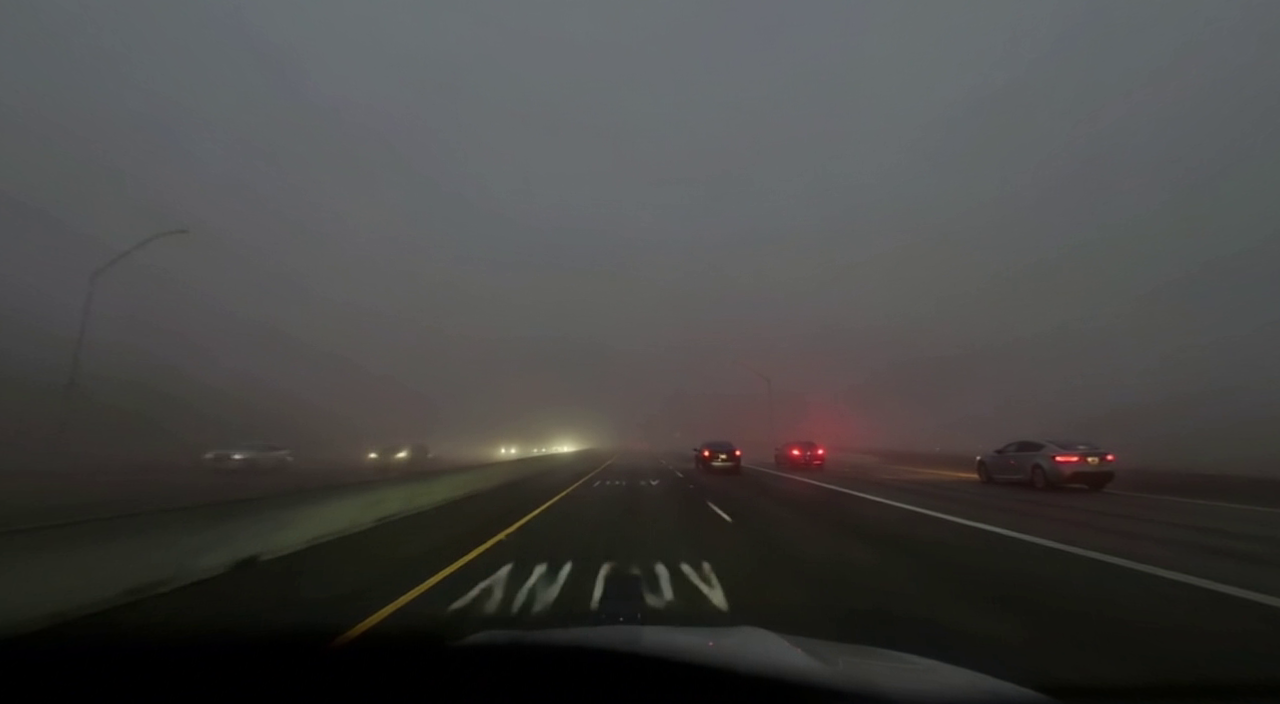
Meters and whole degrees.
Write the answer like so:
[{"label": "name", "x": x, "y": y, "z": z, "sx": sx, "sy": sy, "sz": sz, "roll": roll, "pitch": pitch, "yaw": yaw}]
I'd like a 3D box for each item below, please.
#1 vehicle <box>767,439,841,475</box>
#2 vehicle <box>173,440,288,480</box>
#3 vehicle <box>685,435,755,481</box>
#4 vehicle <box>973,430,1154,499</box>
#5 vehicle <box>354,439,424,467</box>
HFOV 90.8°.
[{"label": "vehicle", "x": 6.994, "y": 4.533, "z": 27.457, "sx": 1.952, "sy": 1.442, "sz": 4.259, "roll": 0, "pitch": -8, "yaw": -2}, {"label": "vehicle", "x": -18.251, "y": 4.829, "z": 28.500, "sx": 2.008, "sy": 1.618, "sz": 4.776, "roll": 0, "pitch": -8, "yaw": 0}, {"label": "vehicle", "x": 3.007, "y": 4.081, "z": 24.673, "sx": 1.977, "sy": 1.601, "sz": 4.598, "roll": 0, "pitch": -8, "yaw": -2}, {"label": "vehicle", "x": 10.855, "y": 2.896, "z": 16.628, "sx": 1.844, "sy": 1.560, "sz": 4.085, "roll": 0, "pitch": -8, "yaw": -1}, {"label": "vehicle", "x": -13.768, "y": 5.534, "z": 34.978, "sx": 1.941, "sy": 1.374, "sz": 4.467, "roll": 0, "pitch": -8, "yaw": 1}]
